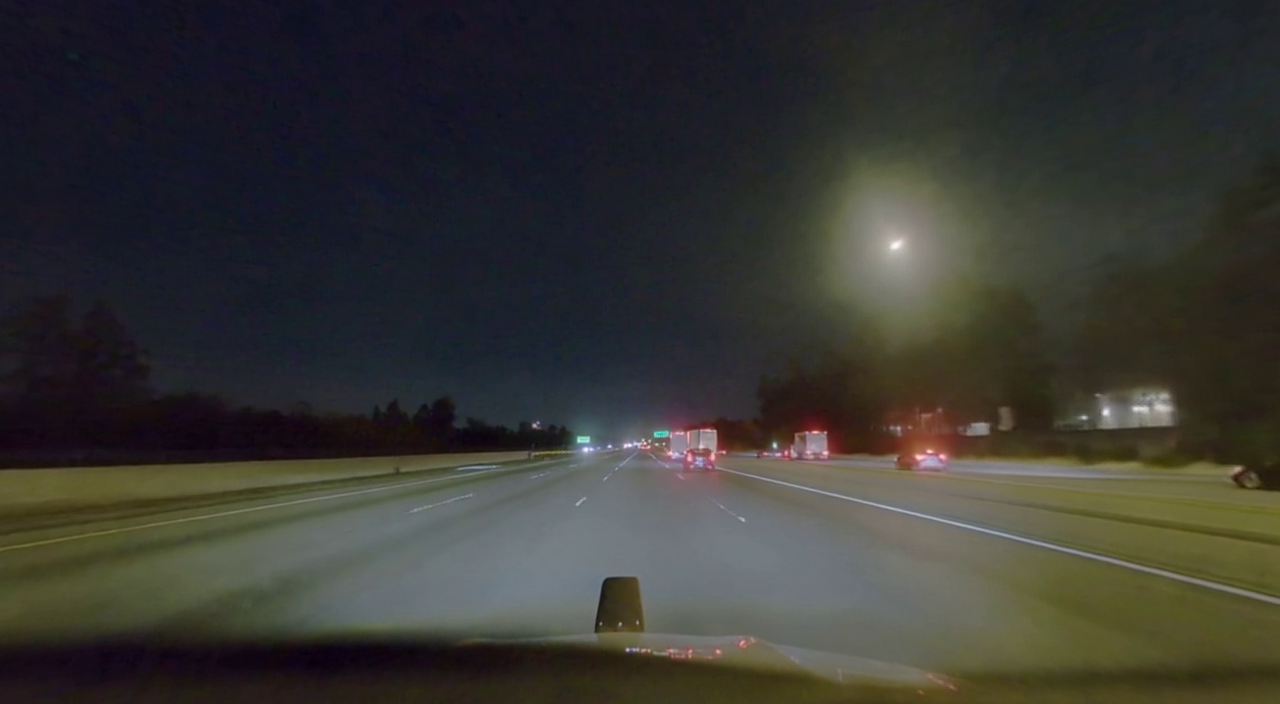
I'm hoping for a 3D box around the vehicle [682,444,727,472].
[{"bbox_3d":[3.571,5.967,35.634,2.033,1.501,4.398,0,-9,-1],"label":"vehicle"}]
